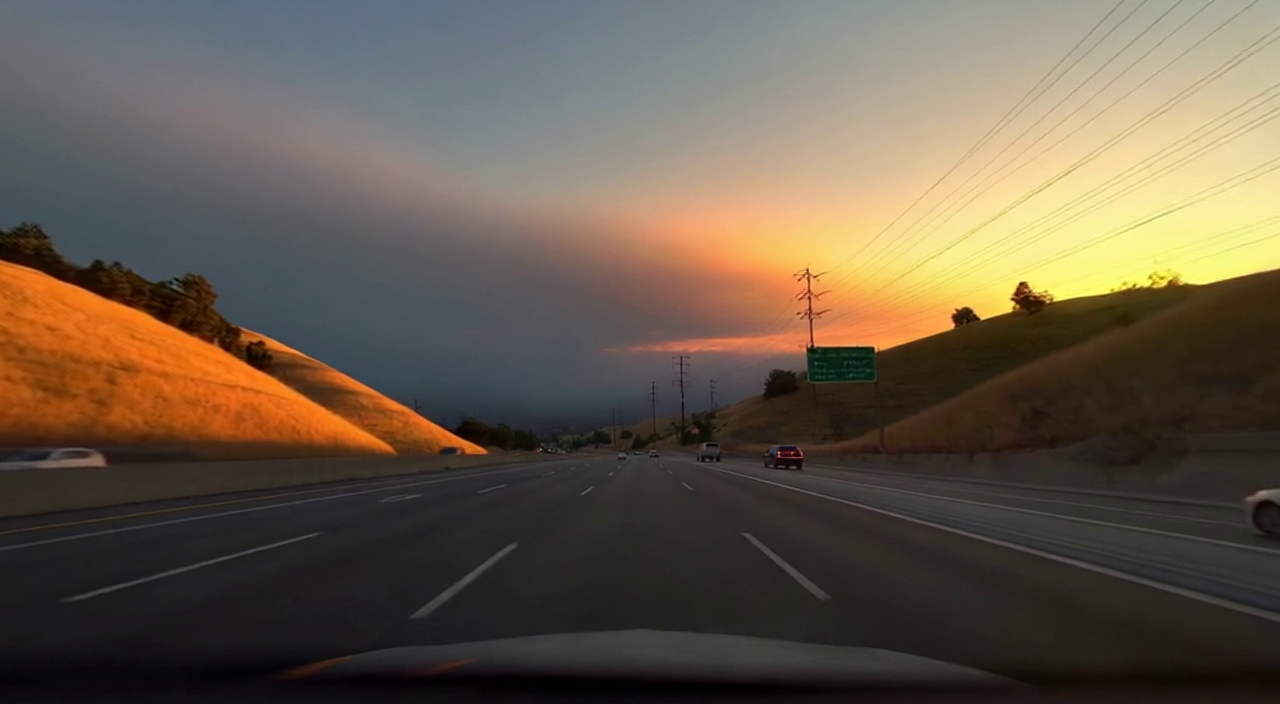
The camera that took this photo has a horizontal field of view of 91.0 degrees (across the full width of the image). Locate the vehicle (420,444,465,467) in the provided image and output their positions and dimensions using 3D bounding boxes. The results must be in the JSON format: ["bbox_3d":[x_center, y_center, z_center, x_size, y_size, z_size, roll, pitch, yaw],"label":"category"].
[{"bbox_3d":[-14.648,7.681,46.970,1.871,1.589,4.446,0,-9,1],"label":"vehicle"}]

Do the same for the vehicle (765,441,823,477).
[{"bbox_3d":[8.543,5.964,35.317,2.108,1.870,4.435,0,-9,-1],"label":"vehicle"}]
